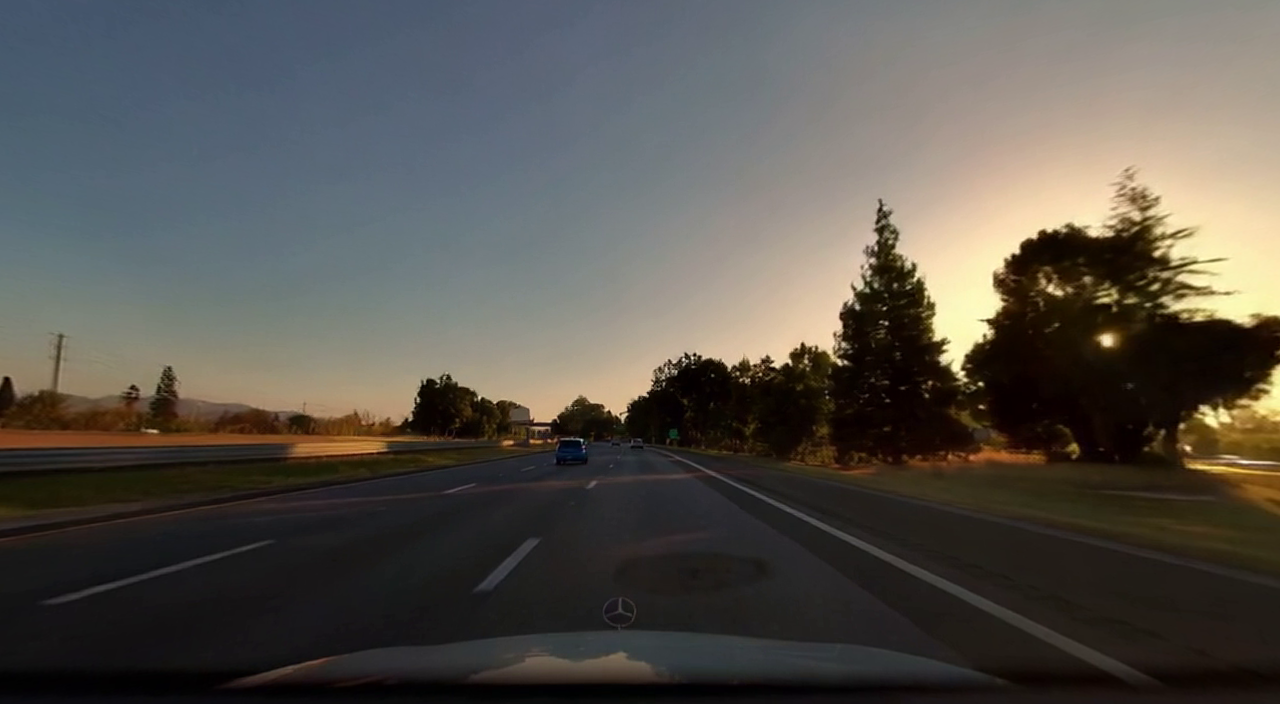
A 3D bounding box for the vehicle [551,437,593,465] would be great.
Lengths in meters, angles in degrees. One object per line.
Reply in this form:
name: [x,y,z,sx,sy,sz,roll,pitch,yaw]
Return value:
vehicle: [-3.939,5.766,36.992,2.008,1.567,3.959,0,-8,0]
